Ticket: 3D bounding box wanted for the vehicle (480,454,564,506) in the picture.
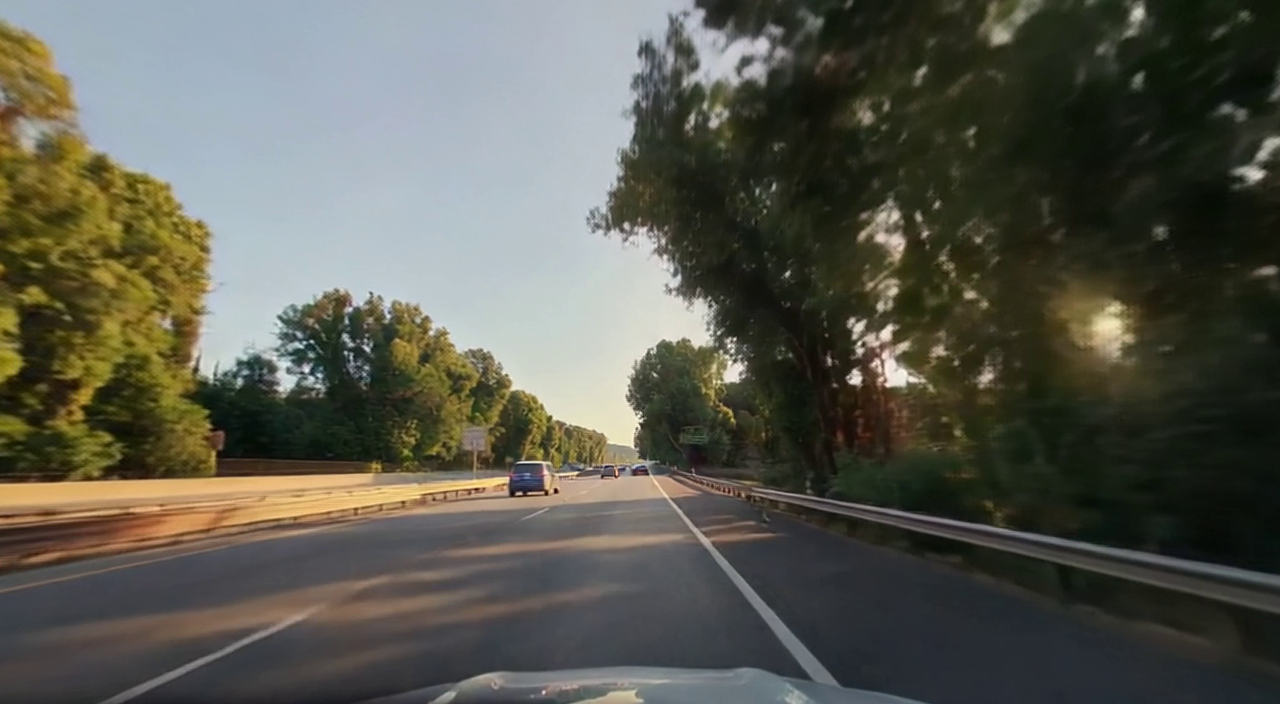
[{"bbox_3d":[-4.053,4.517,22.439,2.042,1.629,4.276,1,-10,1],"label":"vehicle"}]
